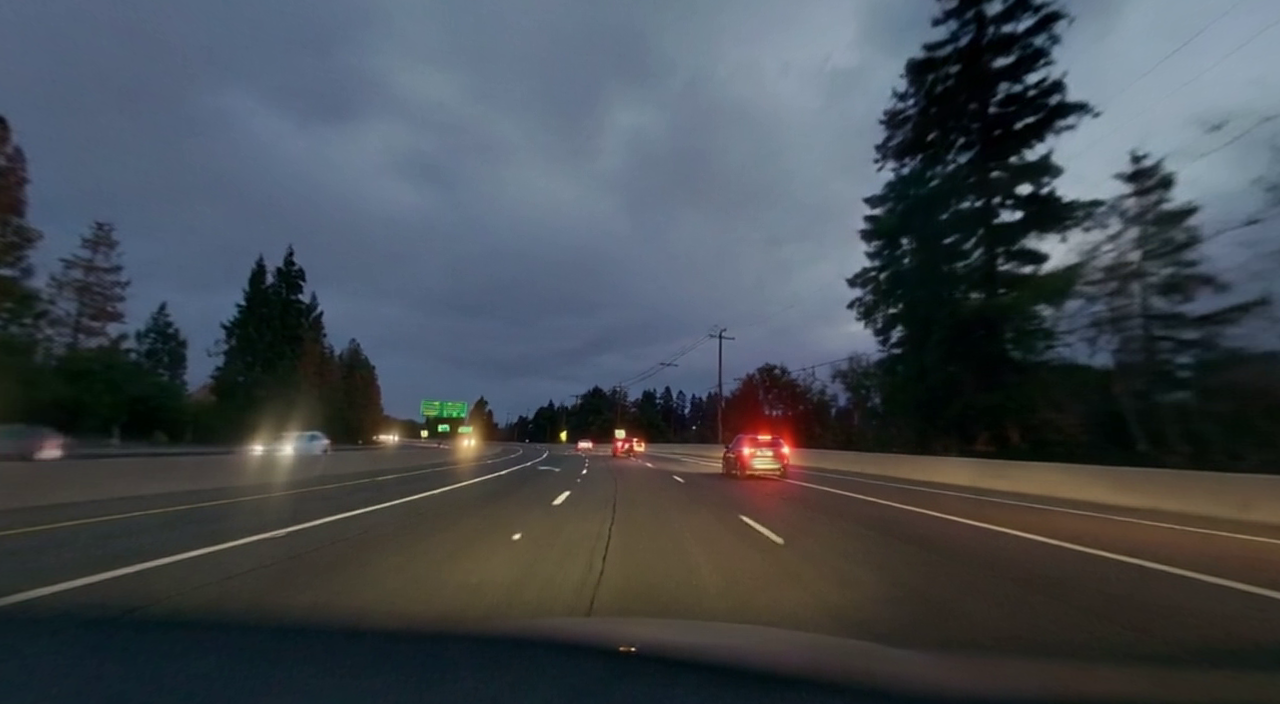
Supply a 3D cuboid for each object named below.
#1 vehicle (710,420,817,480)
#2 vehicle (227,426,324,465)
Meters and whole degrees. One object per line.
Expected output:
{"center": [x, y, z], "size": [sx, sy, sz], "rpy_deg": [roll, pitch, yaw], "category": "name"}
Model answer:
{"center": [4.582, 3.809, 24.688], "size": [2.504, 2.033, 5.979], "rpy_deg": [1, -8, -5], "category": "vehicle"}
{"center": [-19.172, 4.959, 33.574], "size": [2.184, 1.870, 5.387], "rpy_deg": [1, -8, -4], "category": "vehicle"}
